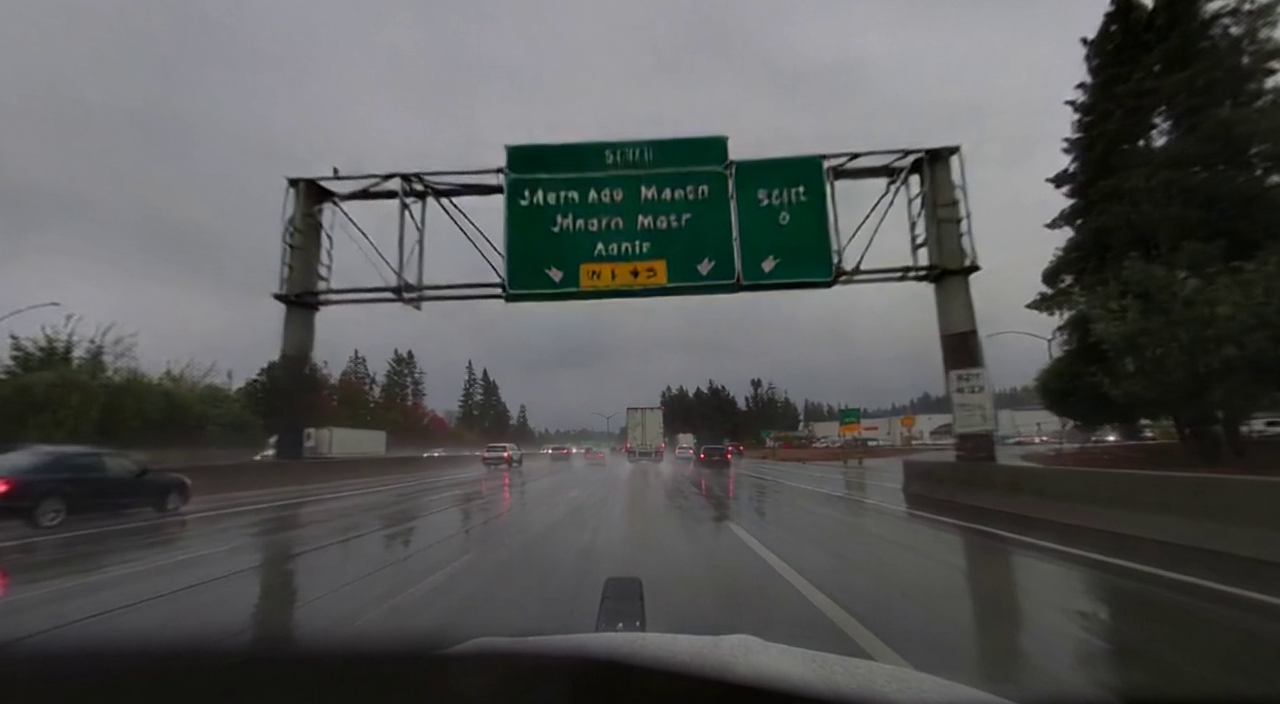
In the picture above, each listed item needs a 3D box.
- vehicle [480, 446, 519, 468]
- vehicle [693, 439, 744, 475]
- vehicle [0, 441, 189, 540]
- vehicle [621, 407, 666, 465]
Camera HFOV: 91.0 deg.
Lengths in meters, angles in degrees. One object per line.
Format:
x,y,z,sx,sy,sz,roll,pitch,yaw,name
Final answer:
-10.775,8.078,48.586,1.966,1.627,4.258,0,-9,1,vehicle
3.980,5.425,32.776,2.107,1.707,4.445,0,-9,0,vehicle
-10.962,2.422,11.492,2.015,1.521,4.550,0,-9,1,vehicle
0.427,6.505,48.101,3.012,3.928,10.262,0,-9,2,vehicle
